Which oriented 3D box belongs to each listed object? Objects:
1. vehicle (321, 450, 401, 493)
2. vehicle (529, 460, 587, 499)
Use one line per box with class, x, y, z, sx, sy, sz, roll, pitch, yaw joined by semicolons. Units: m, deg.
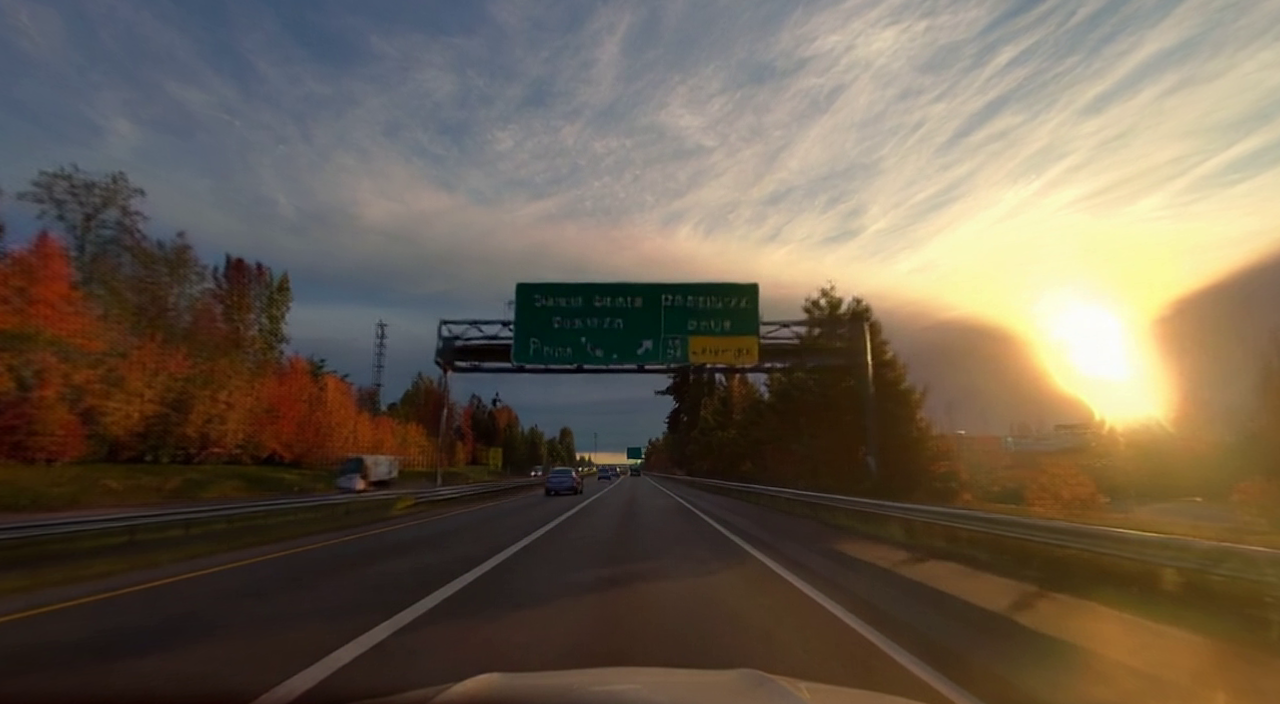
vehicle;-18.088;7.839;41.331;2.348;2.530;6.058;0;-11;0
vehicle;-4.247;6.739;33.546;2.254;1.809;5.839;1;-11;0
